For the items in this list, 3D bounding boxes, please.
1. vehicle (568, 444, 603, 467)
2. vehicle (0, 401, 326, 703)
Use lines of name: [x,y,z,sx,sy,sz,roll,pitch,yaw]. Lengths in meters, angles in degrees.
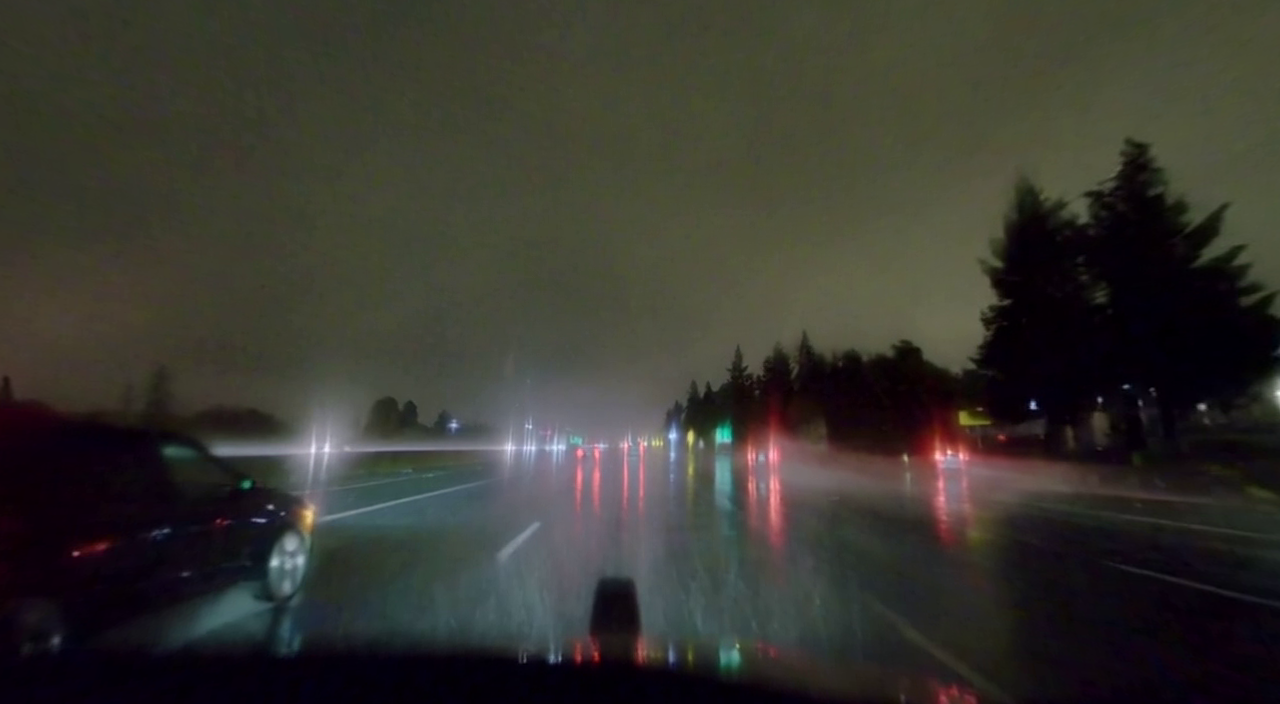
vehicle: [-3.895,7.475,45.850,2.140,1.574,4.946,0,-8,-1]
vehicle: [-4.017,1.071,3.390,2.187,1.527,4.849,0,-8,0]
